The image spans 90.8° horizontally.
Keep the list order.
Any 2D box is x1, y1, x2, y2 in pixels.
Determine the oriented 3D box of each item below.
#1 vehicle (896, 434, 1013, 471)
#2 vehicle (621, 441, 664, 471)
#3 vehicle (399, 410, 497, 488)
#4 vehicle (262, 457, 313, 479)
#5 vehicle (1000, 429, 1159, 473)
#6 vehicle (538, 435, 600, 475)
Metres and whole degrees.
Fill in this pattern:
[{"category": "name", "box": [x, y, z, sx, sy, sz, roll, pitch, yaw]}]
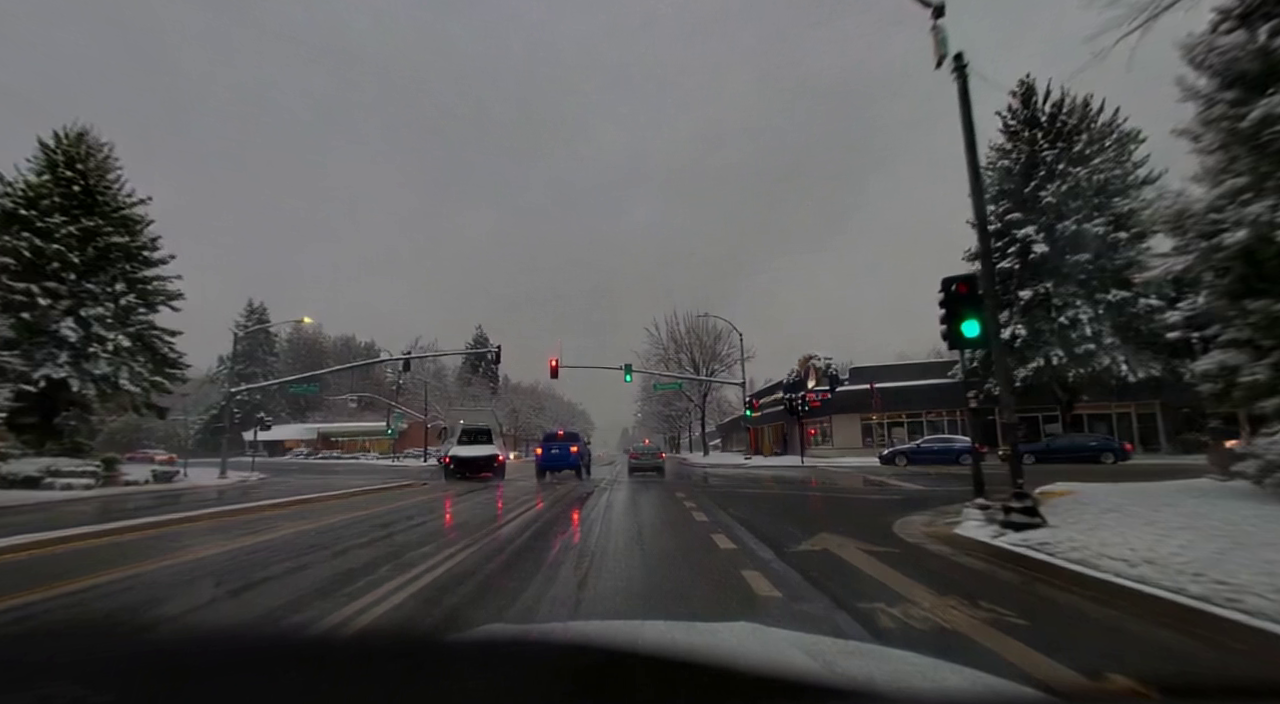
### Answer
[{"category": "vehicle", "box": [14.207, 4.533, 28.639, 4.406, 1.512, 1.935, -6, -10, 35]}, {"category": "vehicle", "box": [0.148, 5.484, 33.435, 2.103, 1.487, 4.101, 0, -9, 1]}, {"category": "vehicle", "box": [-7.168, 3.683, 24.218, 2.507, 2.667, 4.567, 0, -8, -3]}, {"category": "vehicle", "box": [-26.523, 8.693, 47.485, 4.432, 1.480, 1.915, -8, -11, 41]}, {"category": "vehicle", "box": [16.001, 3.622, 23.214, 4.520, 1.455, 1.968, -6, -10, 35]}, {"category": "vehicle", "box": [-3.368, 5.078, 31.306, 2.464, 1.777, 5.128, 0, -9, 0]}]
